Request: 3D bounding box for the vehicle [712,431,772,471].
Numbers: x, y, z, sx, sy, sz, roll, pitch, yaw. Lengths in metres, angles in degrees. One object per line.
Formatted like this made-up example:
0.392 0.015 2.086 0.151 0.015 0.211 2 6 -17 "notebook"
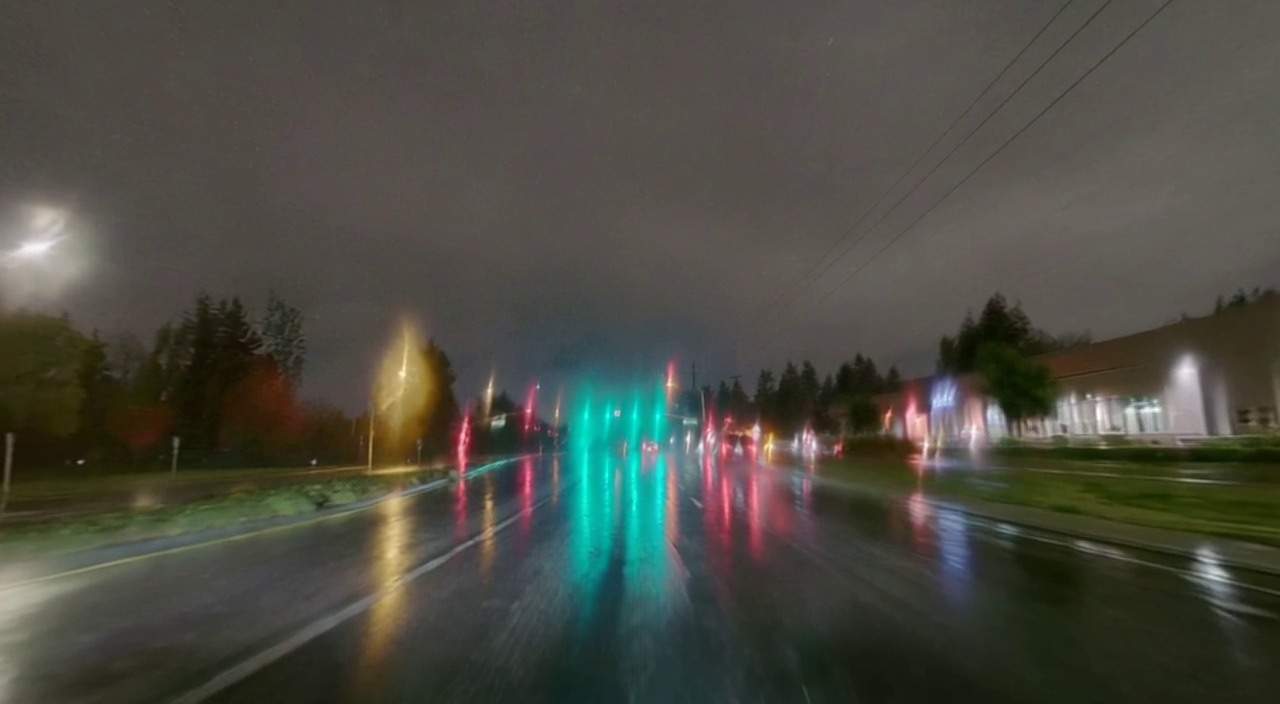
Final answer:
5.532 5.507 35.156 2.476 2.016 5.586 0 -9 1 "vehicle"
